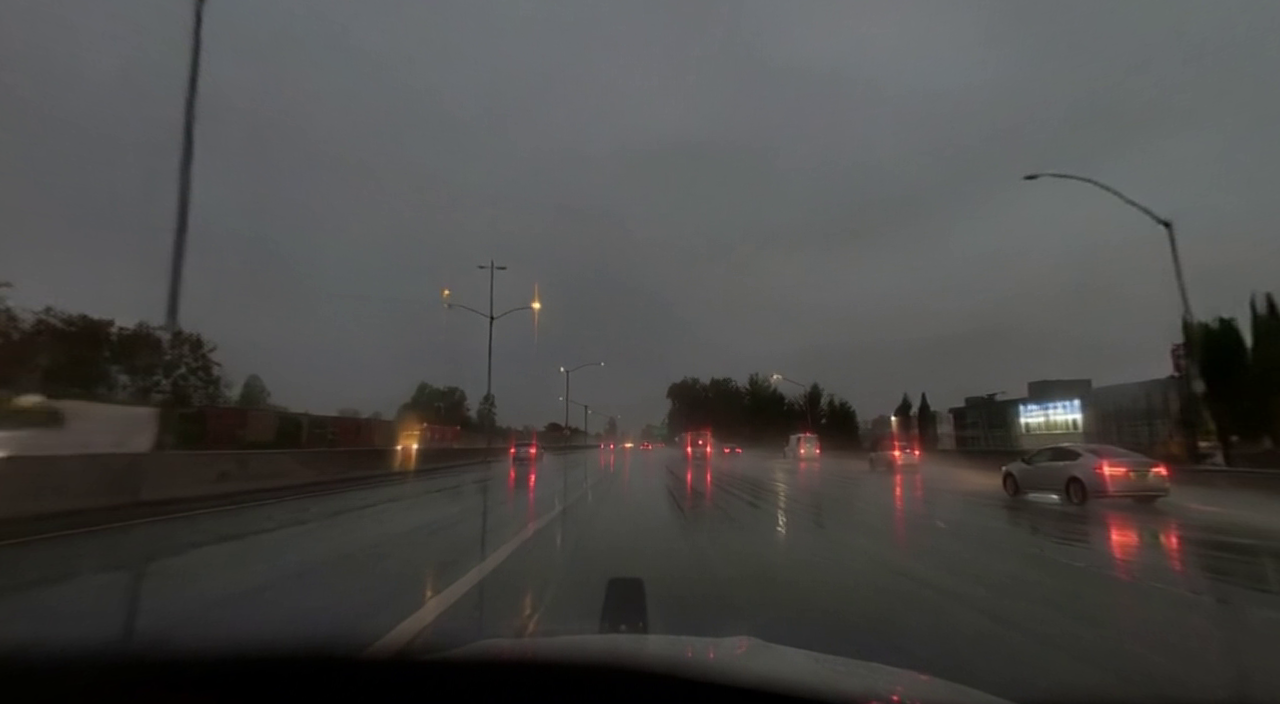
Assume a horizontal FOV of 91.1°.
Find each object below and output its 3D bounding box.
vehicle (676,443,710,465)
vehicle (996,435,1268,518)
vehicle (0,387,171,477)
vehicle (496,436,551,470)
[{"bbox_3d":[3.593,6.987,43.025,1.950,1.453,3.378,0,-9,-1],"label":"vehicle"},{"bbox_3d":[10.185,2.583,13.669,1.979,1.467,4.839,0,-9,0],"label":"vehicle"},{"bbox_3d":[-25.118,3.453,26.500,3.221,3.300,9.553,0,-9,0],"label":"vehicle"},{"bbox_3d":[-6.368,5.574,34.806,2.091,1.746,4.437,0,-9,1],"label":"vehicle"}]
